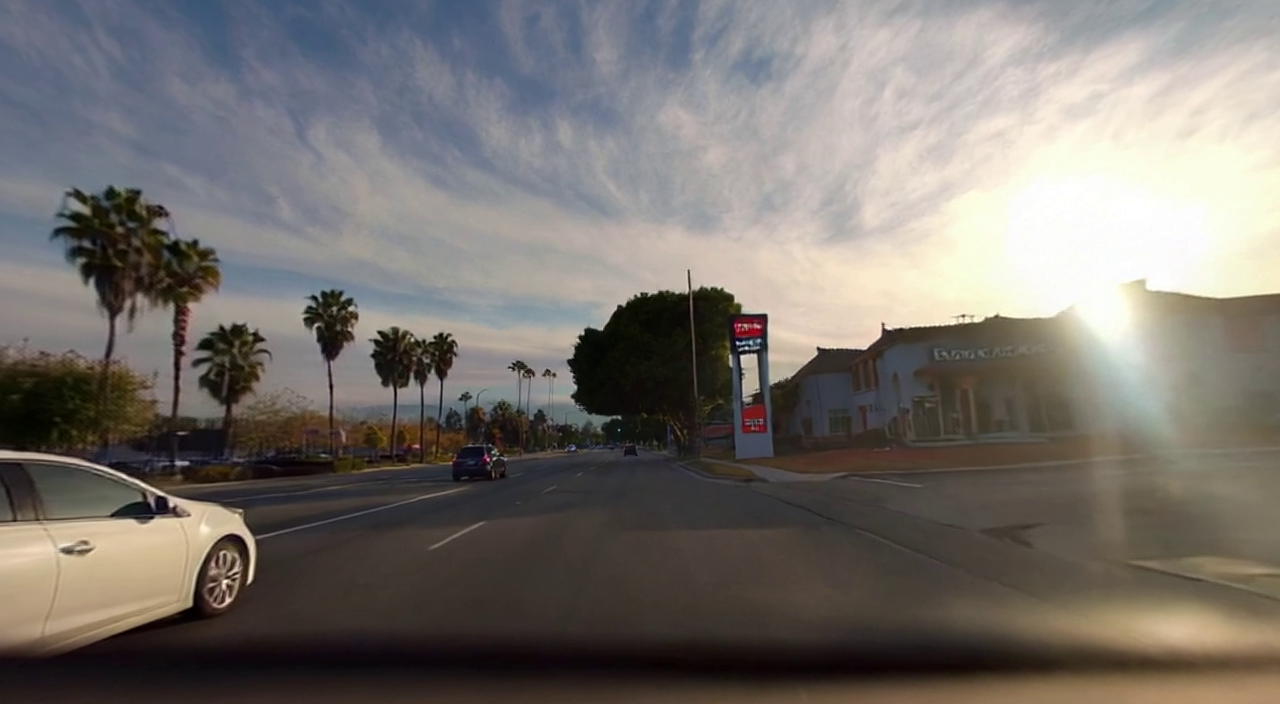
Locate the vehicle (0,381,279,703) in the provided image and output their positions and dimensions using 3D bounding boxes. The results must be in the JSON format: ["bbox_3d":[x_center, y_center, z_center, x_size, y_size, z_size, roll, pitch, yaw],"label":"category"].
[{"bbox_3d":[-4.201,1.024,3.376,2.041,1.666,4.182,0,-8,-1],"label":"vehicle"}]

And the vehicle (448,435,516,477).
[{"bbox_3d":[-7.516,4.992,30.408,2.136,1.844,4.363,0,-8,1],"label":"vehicle"}]
